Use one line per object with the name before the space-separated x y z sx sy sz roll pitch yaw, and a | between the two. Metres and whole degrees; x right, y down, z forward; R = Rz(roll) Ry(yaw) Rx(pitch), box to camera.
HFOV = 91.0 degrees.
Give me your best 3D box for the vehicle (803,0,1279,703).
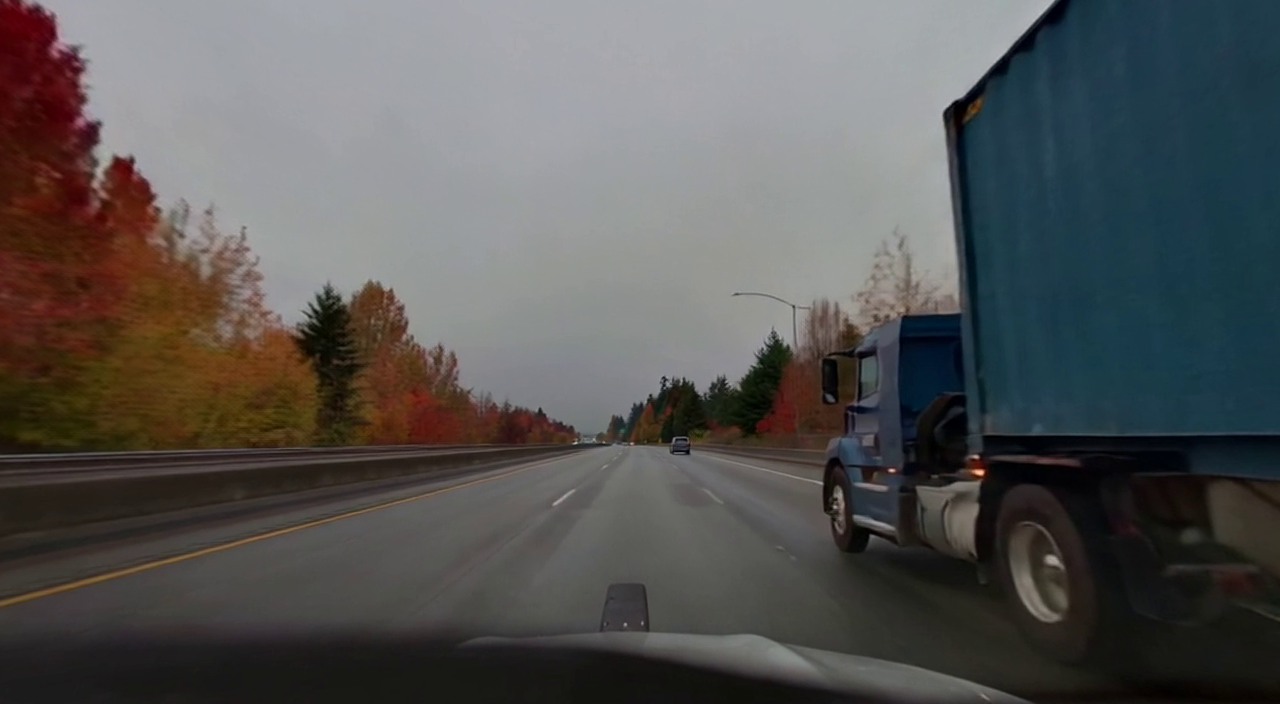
vehicle | 3.845 -0.044 4.620 3.040 4.038 8.179 0 -8 0
